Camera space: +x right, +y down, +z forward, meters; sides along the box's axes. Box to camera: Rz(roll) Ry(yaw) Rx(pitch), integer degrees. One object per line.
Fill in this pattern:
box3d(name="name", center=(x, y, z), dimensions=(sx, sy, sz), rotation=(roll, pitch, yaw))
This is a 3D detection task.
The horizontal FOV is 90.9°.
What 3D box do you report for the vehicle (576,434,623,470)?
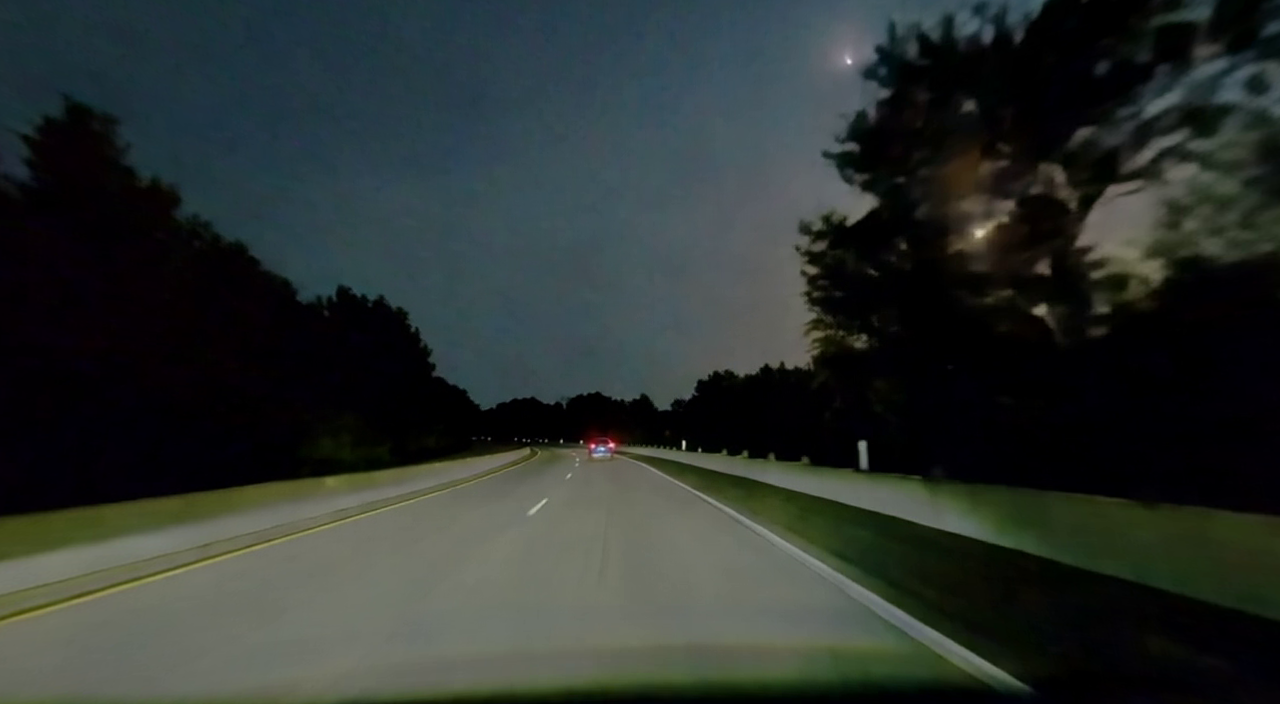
box3d(name="vehicle", center=(-2.298, 5.514, 35.036), dimensions=(2.452, 1.857, 4.022), rotation=(0, -8, -5))
